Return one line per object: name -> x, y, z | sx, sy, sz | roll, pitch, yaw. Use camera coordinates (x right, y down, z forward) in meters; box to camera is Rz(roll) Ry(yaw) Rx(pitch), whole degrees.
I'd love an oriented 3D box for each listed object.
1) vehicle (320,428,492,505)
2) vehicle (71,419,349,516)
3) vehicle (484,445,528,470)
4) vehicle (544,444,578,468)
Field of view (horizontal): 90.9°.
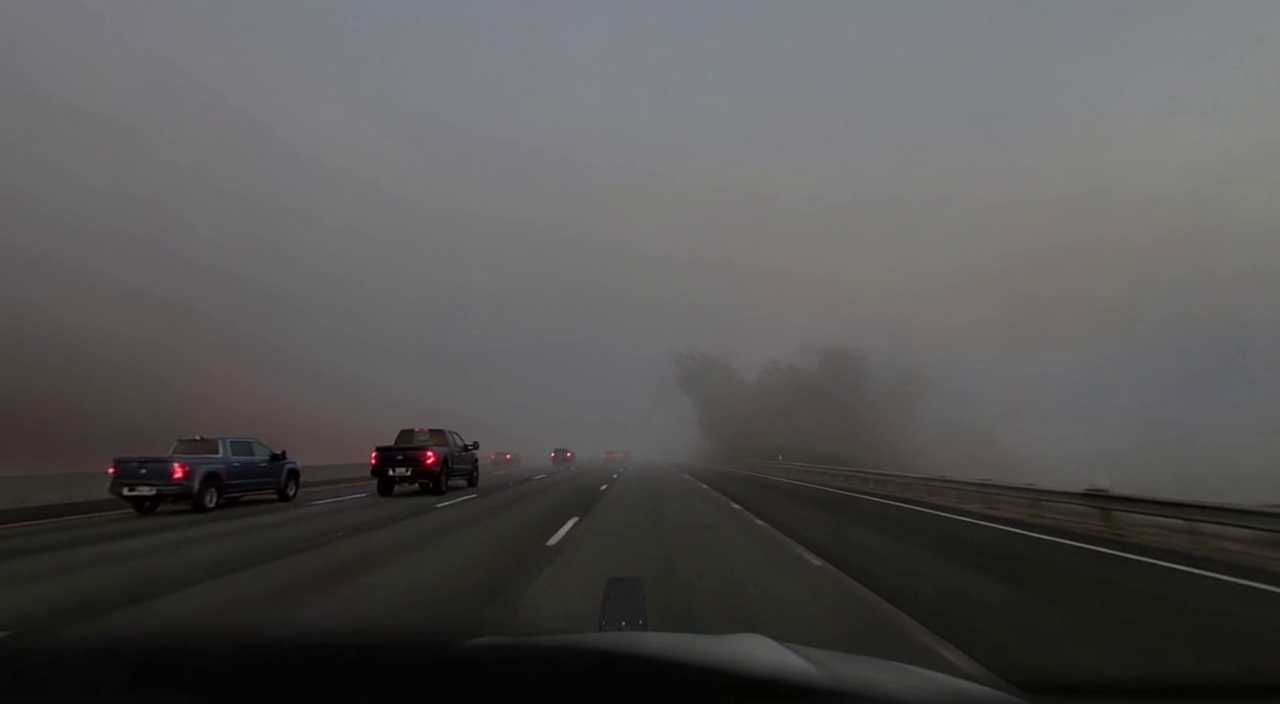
vehicle -> -6.212, 3.141, 17.904 | 2.403, 1.773, 6.276 | 0, -8, 1
vehicle -> -10.060, 2.754, 15.743 | 2.576, 1.922, 6.067 | 0, -8, 1
vehicle -> -9.528, 7.524, 45.232 | 2.060, 1.662, 4.469 | 0, -8, 2
vehicle -> -6.042, 7.961, 48.631 | 2.009, 1.735, 4.358 | 0, -8, 0
